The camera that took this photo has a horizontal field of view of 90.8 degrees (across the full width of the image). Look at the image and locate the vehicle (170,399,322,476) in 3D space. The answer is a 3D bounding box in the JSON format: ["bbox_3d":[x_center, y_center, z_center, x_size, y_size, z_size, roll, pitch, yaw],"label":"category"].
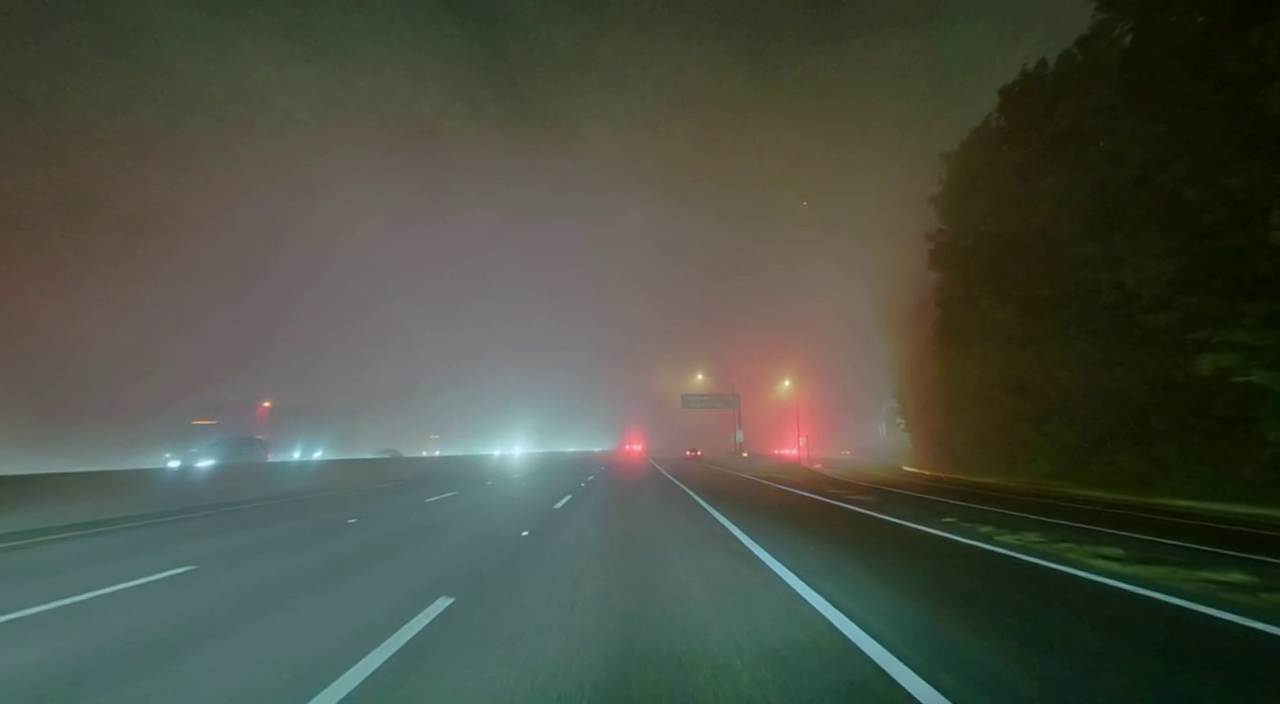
[{"bbox_3d":[-22.751,5.119,37.439,2.945,3.911,9.666,0,-9,-2],"label":"vehicle"}]

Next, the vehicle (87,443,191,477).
[{"bbox_3d":[-26.188,5.634,33.244,2.010,1.663,4.189,0,-9,-1],"label":"vehicle"}]

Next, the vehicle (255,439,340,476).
[{"bbox_3d":[-19.003,5.868,35.360,2.039,1.887,4.820,0,-9,-1],"label":"vehicle"}]

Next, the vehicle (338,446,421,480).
[{"bbox_3d":[-12.505,5.332,30.726,2.084,1.496,4.576,0,-9,0],"label":"vehicle"}]
